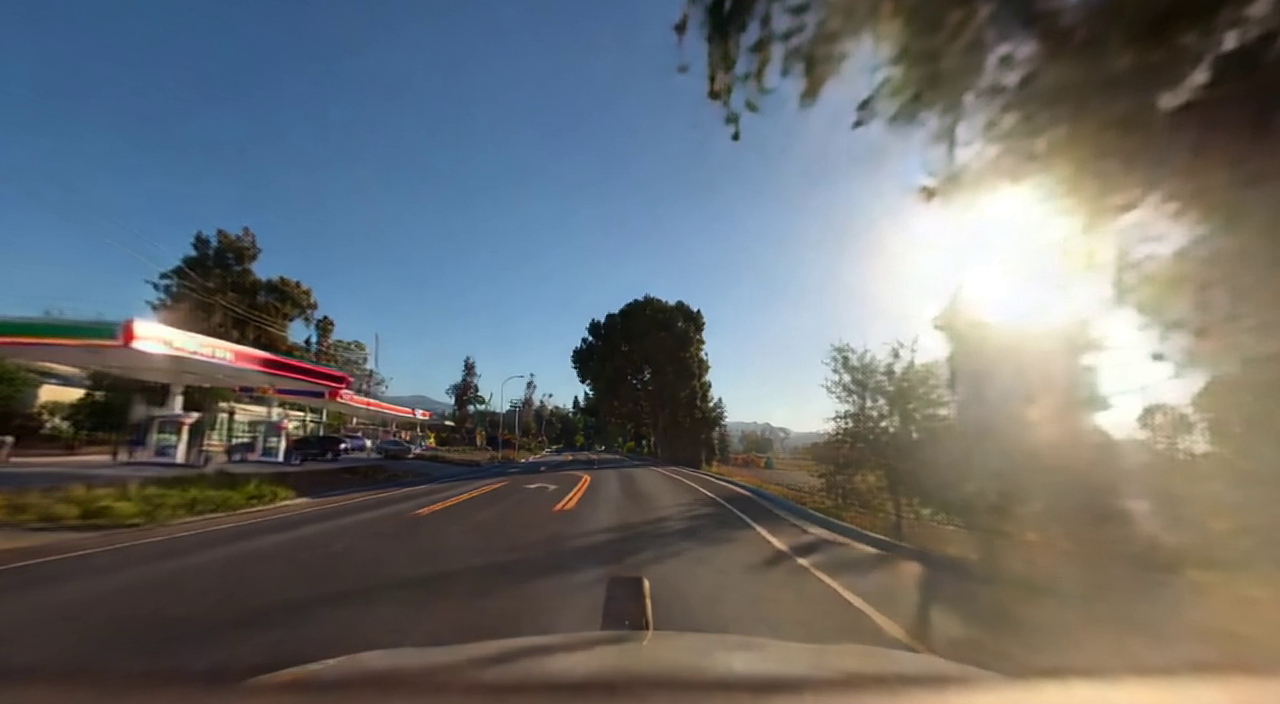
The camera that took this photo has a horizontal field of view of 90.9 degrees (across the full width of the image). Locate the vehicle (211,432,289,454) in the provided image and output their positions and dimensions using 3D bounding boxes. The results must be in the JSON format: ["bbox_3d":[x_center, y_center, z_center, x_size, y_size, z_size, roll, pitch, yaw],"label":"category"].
[{"bbox_3d":[-28.555,6.652,46.212,4.505,1.523,1.873,8,-12,-43],"label":"vehicle"}]

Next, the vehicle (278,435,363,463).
[{"bbox_3d":[-22.234,6.768,43.939,4.907,1.827,2.121,6,-10,-35],"label":"vehicle"}]
